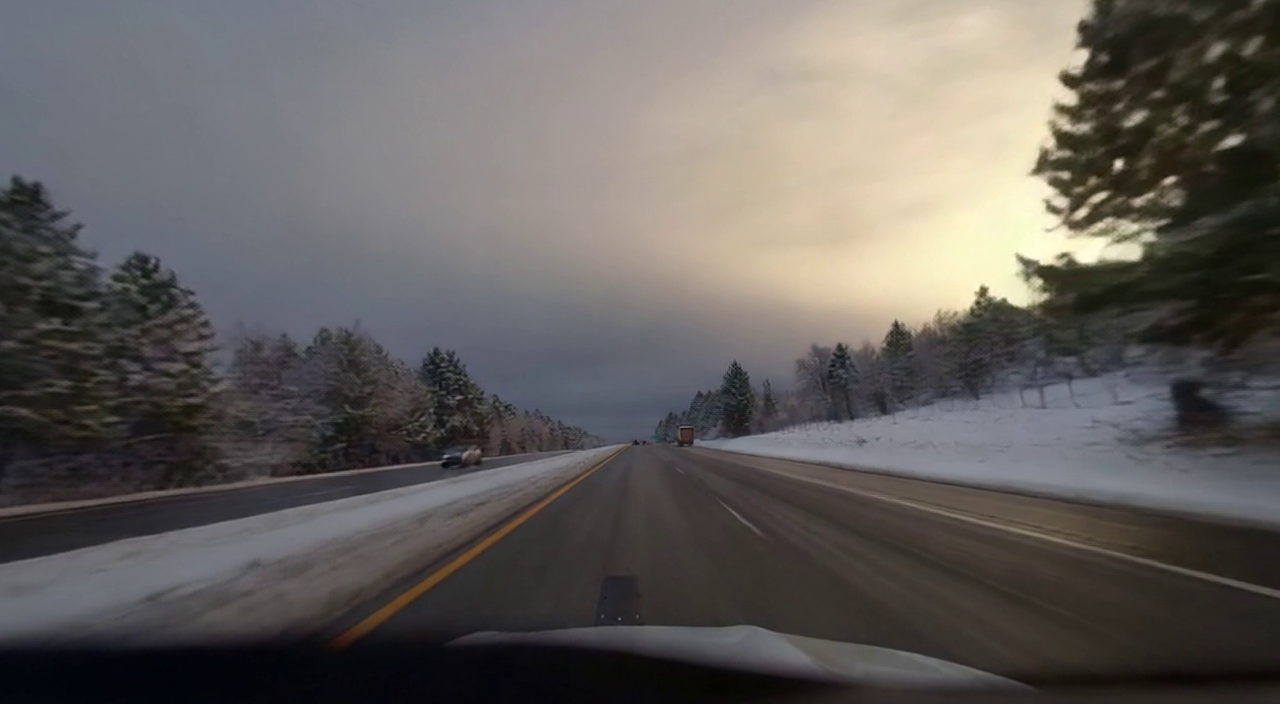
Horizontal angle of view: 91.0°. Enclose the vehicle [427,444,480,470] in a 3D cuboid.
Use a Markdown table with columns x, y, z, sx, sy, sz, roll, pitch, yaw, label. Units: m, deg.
| x | y | z | sx | sy | sz | roll | pitch | yaw | label |
| --- | --- | --- | --- | --- | --- | --- | --- | --- | --- |
| -11.466 | 6.458 | 38.923 | 1.874 | 1.495 | 4.409 | 0 | -8 | 1 | vehicle |
